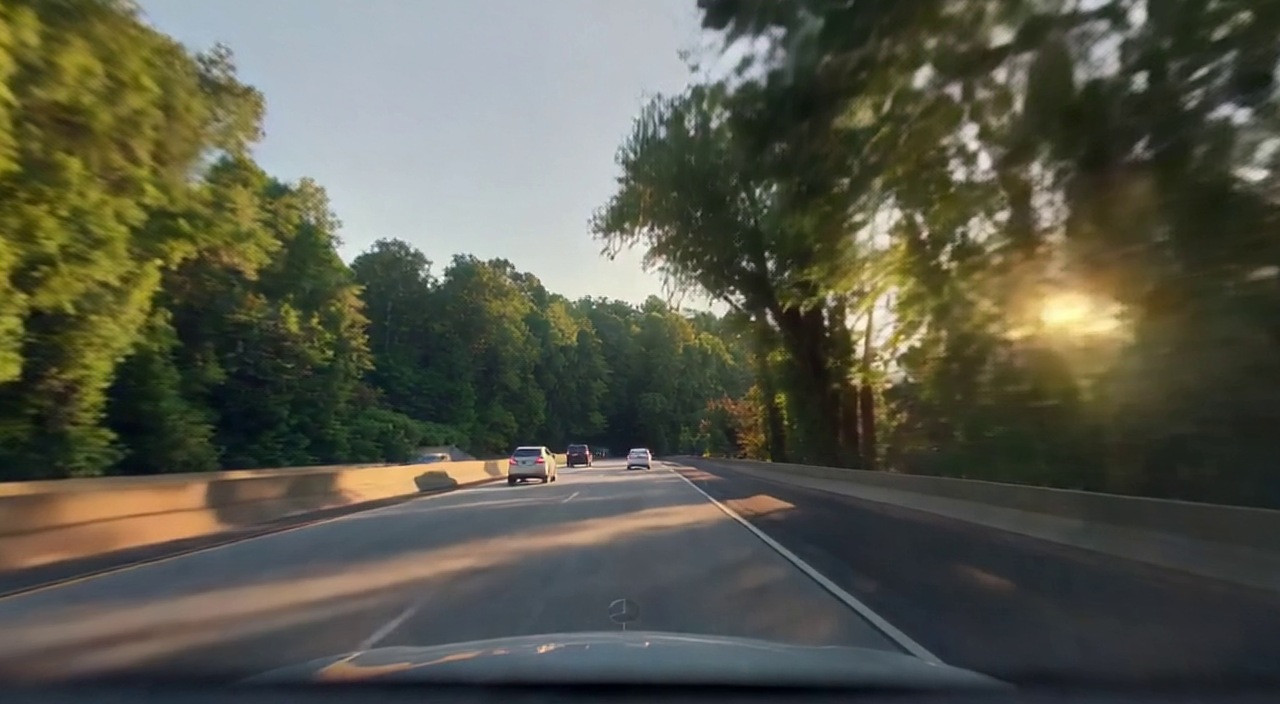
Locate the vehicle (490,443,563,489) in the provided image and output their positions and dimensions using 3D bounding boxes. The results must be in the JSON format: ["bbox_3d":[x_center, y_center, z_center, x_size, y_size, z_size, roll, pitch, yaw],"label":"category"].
[{"bbox_3d":[-4.138,4.233,23.652,1.978,1.538,3.755,0,-9,1],"label":"vehicle"}]

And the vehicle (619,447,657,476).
[{"bbox_3d":[-0.111,5.955,34.531,2.001,1.490,3.914,0,-9,0],"label":"vehicle"}]

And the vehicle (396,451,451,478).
[{"bbox_3d":[-12.638,6.584,37.082,1.761,1.468,4.061,0,-9,0],"label":"vehicle"}]

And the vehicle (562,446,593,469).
[{"bbox_3d":[-4.512,7.692,45.939,1.834,1.615,3.624,0,-9,0],"label":"vehicle"}]
